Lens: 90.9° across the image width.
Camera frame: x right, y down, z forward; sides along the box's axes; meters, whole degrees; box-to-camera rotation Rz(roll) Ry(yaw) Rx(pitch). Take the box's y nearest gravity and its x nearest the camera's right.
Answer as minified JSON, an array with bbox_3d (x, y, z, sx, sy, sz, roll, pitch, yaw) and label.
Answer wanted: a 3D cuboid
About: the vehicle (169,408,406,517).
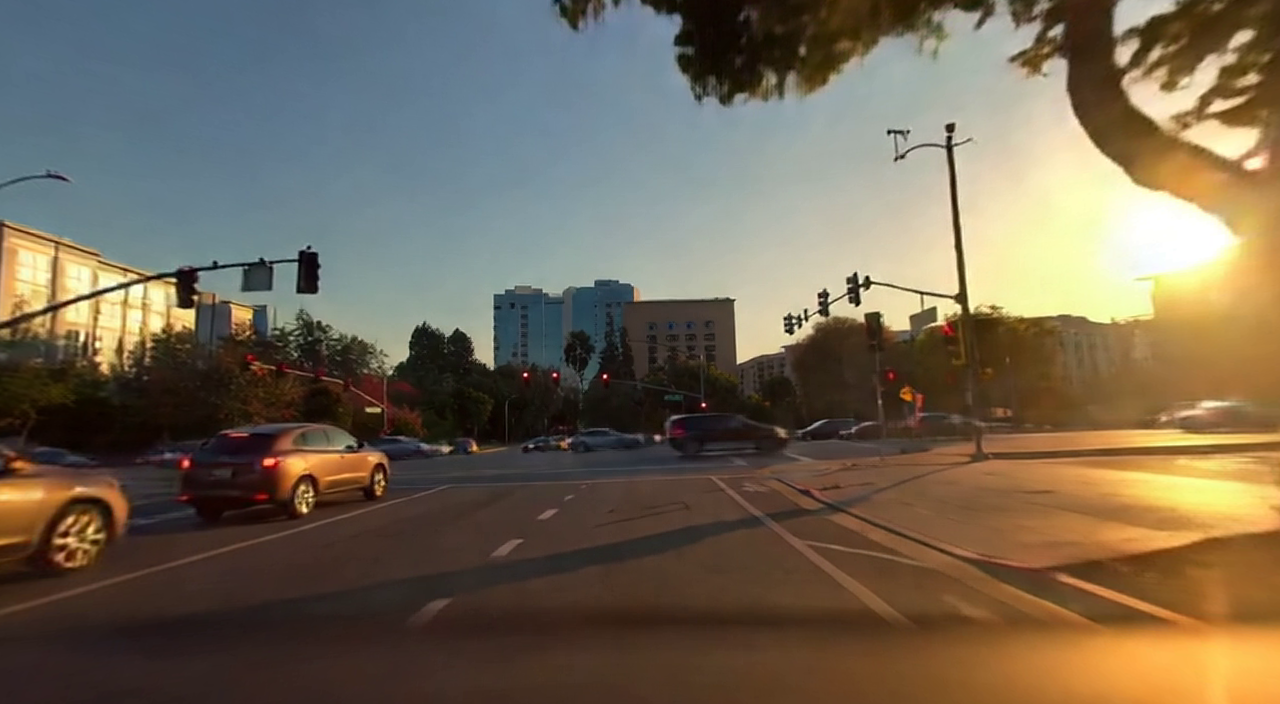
[{"bbox_3d":[-6.383,2.060,12.232,1.785,1.678,4.729,-1,-8,1],"label":"vehicle"}]

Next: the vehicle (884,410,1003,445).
[{"bbox_3d":[13.745,3.467,28.763,4.429,1.489,1.773,-1,-8,6],"label":"vehicle"}]

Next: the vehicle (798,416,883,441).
[{"bbox_3d":[12.881,4.952,40.727,4.906,1.485,1.857,-1,-8,7],"label":"vehicle"}]

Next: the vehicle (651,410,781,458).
[{"bbox_3d":[3.101,3.422,26.128,5.084,1.824,2.050,-1,-8,6],"label":"vehicle"}]

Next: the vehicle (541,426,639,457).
[{"bbox_3d":[-2.373,4.397,30.798,4.515,1.422,1.802,-1,-8,4],"label":"vehicle"}]

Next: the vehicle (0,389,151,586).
[{"bbox_3d":[-6.682,1.128,5.037,1.967,1.741,4.385,0,-8,0],"label":"vehicle"}]

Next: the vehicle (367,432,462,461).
[{"bbox_3d":[-12.490,5.267,35.101,4.591,1.525,1.836,-1,-8,6],"label":"vehicle"}]

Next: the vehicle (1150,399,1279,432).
[{"bbox_3d":[28.442,3.150,30.982,4.836,1.508,1.875,-1,-8,6],"label":"vehicle"}]
